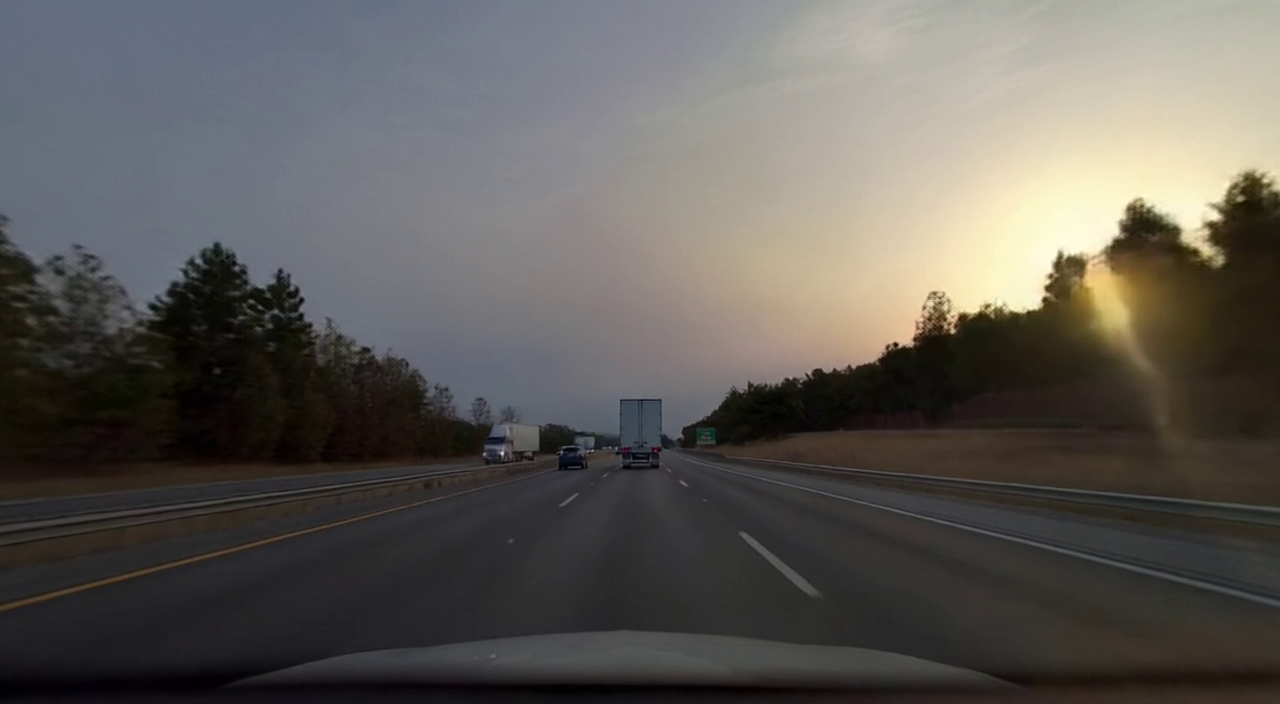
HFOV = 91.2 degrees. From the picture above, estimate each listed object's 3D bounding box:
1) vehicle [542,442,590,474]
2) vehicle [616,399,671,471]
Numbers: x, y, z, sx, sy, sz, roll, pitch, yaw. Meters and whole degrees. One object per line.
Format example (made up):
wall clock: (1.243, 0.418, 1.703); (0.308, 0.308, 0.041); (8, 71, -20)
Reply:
vehicle: (-3.992, 5.810, 34.609); (2.112, 1.645, 4.129); (0, -9, 0)
vehicle: (0.164, 5.590, 41.328); (3.100, 4.091, 10.664); (0, -9, 0)
